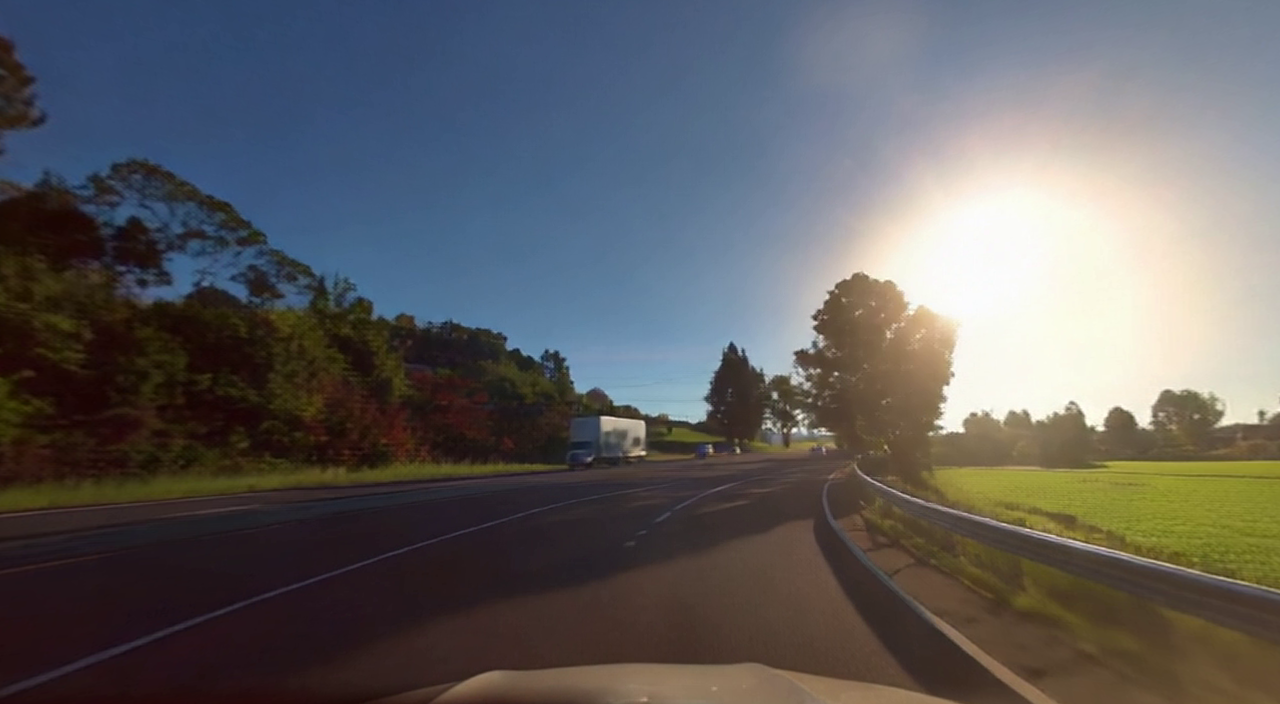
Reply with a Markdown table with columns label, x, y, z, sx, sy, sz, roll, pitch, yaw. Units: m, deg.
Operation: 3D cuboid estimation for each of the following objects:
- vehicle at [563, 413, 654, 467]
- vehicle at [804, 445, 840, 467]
| label | x | y | z | sx | sy | sz | roll | pitch | yaw |
| --- | --- | --- | --- | --- | --- | --- | --- | --- | --- |
| vehicle | -2.084 | 6.544 | 46.355 | 2.965 | 3.507 | 9.019 | -4 | -10 | 23 |
| vehicle | 12.416 | 7.052 | 42.873 | 1.807 | 1.427 | 3.645 | -4 | -10 | 23 |
